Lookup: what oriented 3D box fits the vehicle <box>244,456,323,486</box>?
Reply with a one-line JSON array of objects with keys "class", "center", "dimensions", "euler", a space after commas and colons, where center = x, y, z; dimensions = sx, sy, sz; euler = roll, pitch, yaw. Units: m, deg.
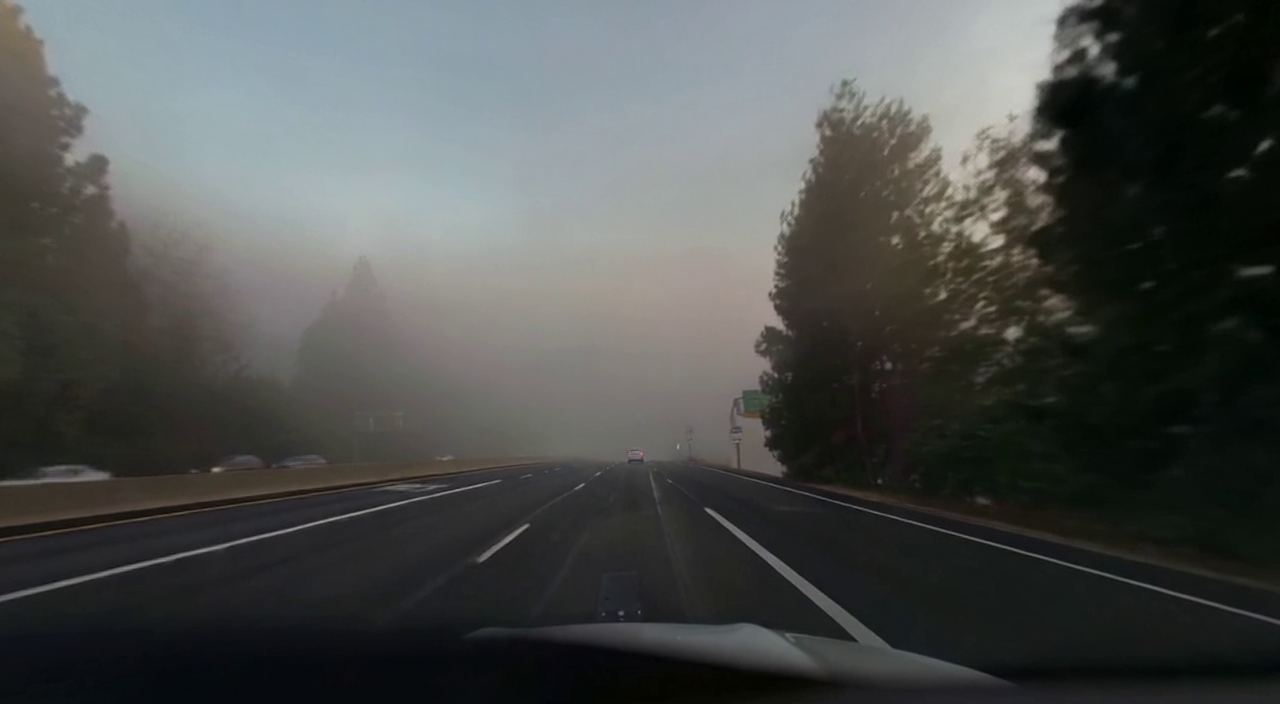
[{"class": "vehicle", "center": [-21.153, 7.068, 37.751], "dimensions": [2.056, 1.552, 4.612], "euler": [-1, -9, 0]}]

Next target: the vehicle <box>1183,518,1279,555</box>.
[{"class": "vehicle", "center": [34.908, 10.754, 36.940], "dimensions": [4.190, 1.776, 2.089], "euler": [0, -8, 2]}]

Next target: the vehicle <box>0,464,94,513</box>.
[{"class": "vehicle", "center": [-21.394, 4.580, 21.273], "dimensions": [1.853, 1.495, 4.676], "euler": [-1, -9, 0]}]

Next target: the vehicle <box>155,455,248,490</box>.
[{"class": "vehicle", "center": [-25.531, 7.001, 37.019], "dimensions": [2.159, 1.773, 4.512], "euler": [-1, -9, 0]}]
